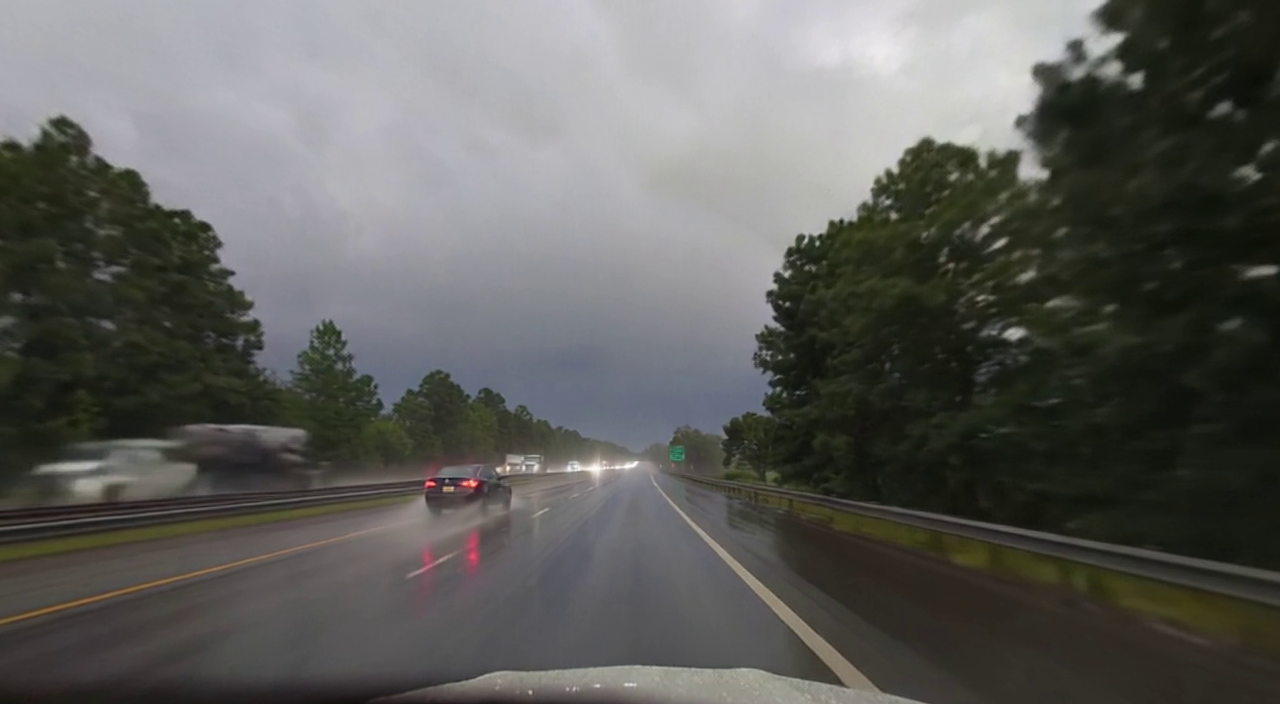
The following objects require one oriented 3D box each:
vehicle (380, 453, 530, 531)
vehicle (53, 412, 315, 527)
[{"bbox_3d":[-3.992,3.134,14.534,2.043,1.486,4.442,0,-10,1],"label":"vehicle"},{"bbox_3d":[-13.576,3.670,19.856,2.731,2.903,7.291,1,-10,0],"label":"vehicle"}]
